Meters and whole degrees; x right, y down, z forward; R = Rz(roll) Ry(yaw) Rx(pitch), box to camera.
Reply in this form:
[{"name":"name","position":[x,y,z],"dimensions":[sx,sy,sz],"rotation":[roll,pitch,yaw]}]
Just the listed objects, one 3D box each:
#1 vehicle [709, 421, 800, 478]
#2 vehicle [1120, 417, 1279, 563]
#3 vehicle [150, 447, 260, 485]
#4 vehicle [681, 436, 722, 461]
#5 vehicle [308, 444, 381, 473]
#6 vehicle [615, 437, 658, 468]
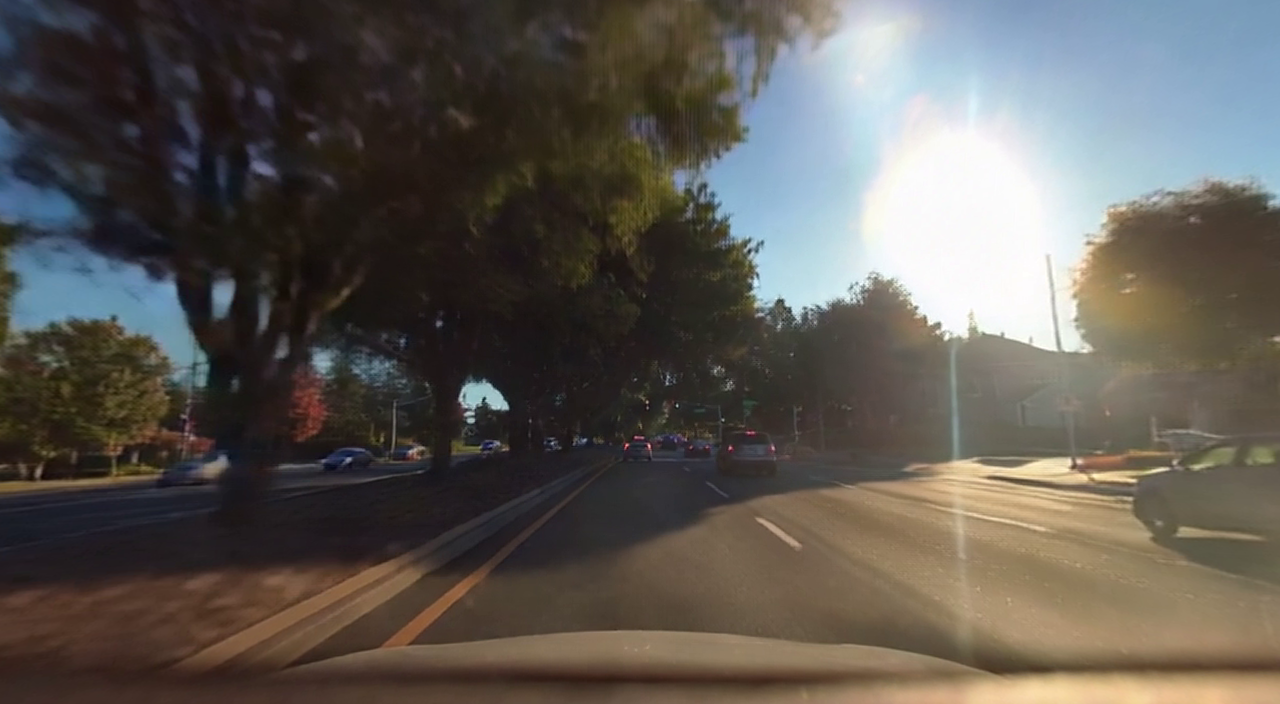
[{"name":"vehicle","position":[3.916,3.474,22.576],"dimensions":[2.209,1.813,4.724],"rotation":[0,-9,-2]},{"name":"vehicle","position":[7.596,1.431,6.542],"dimensions":[1.949,1.492,4.103],"rotation":[0,-9,-1]},{"name":"vehicle","position":[-19.361,5.058,28.412],"dimensions":[1.887,1.552,4.301],"rotation":[0,-9,0]},{"name":"vehicle","position":[3.790,6.075,39.655],"dimensions":[2.064,1.474,4.389],"rotation":[0,-9,-1]},{"name":"vehicle","position":[-15.755,5.677,33.949],"dimensions":[1.825,1.467,4.364],"rotation":[0,-9,0]},{"name":"vehicle","position":[-0.162,4.972,31.414],"dimensions":[1.988,1.418,4.214],"rotation":[0,-9,-1]}]
